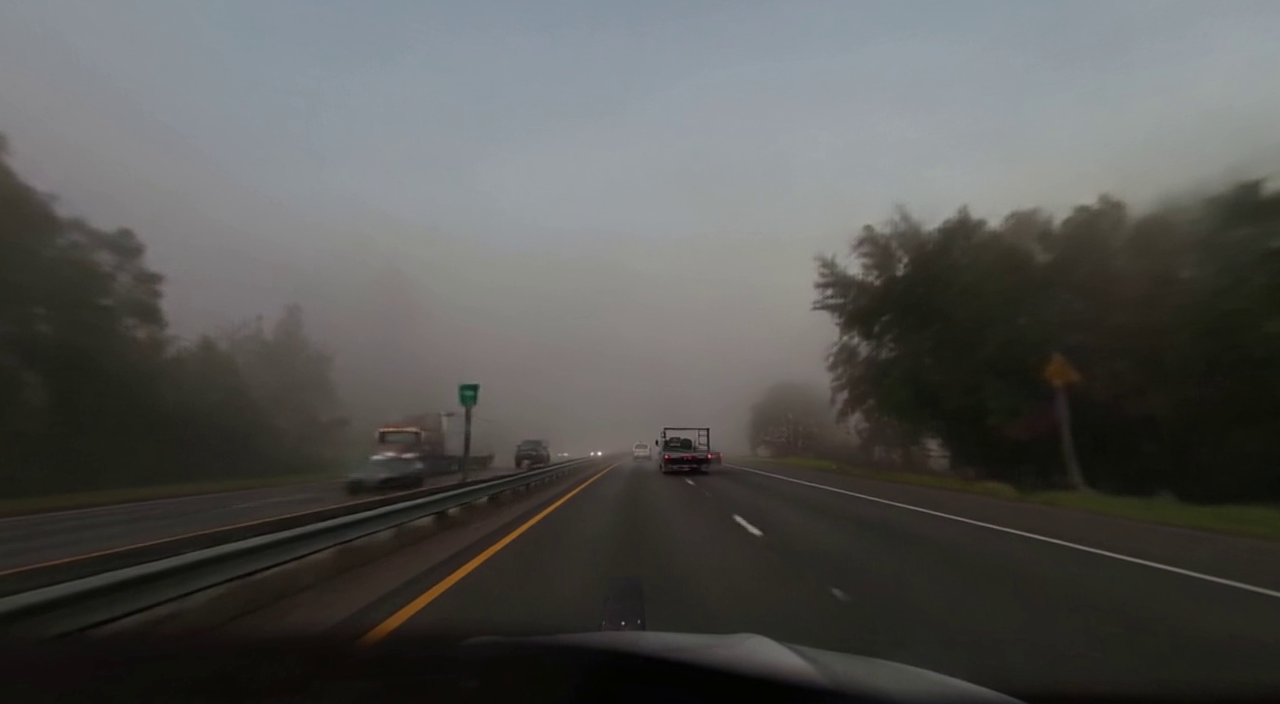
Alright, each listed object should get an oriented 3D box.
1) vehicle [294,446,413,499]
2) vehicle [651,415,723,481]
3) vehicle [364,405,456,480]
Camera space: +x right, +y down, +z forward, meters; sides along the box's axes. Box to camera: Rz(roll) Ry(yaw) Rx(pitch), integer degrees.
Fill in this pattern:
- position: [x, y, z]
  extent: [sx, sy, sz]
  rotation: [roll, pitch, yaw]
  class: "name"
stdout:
- position: [-9.009, 3.802, 20.252]
  extent: [1.945, 1.484, 3.953]
  rotation: [0, -9, 0]
  class: "vehicle"
- position: [1.840, 4.065, 26.802]
  extent: [2.423, 2.517, 5.055]
  rotation: [0, -9, -3]
  class: "vehicle"
- position: [-13.296, 5.318, 37.030]
  extent: [3.042, 4.009, 5.906]
  rotation: [0, -9, 1]
  class: "vehicle"
